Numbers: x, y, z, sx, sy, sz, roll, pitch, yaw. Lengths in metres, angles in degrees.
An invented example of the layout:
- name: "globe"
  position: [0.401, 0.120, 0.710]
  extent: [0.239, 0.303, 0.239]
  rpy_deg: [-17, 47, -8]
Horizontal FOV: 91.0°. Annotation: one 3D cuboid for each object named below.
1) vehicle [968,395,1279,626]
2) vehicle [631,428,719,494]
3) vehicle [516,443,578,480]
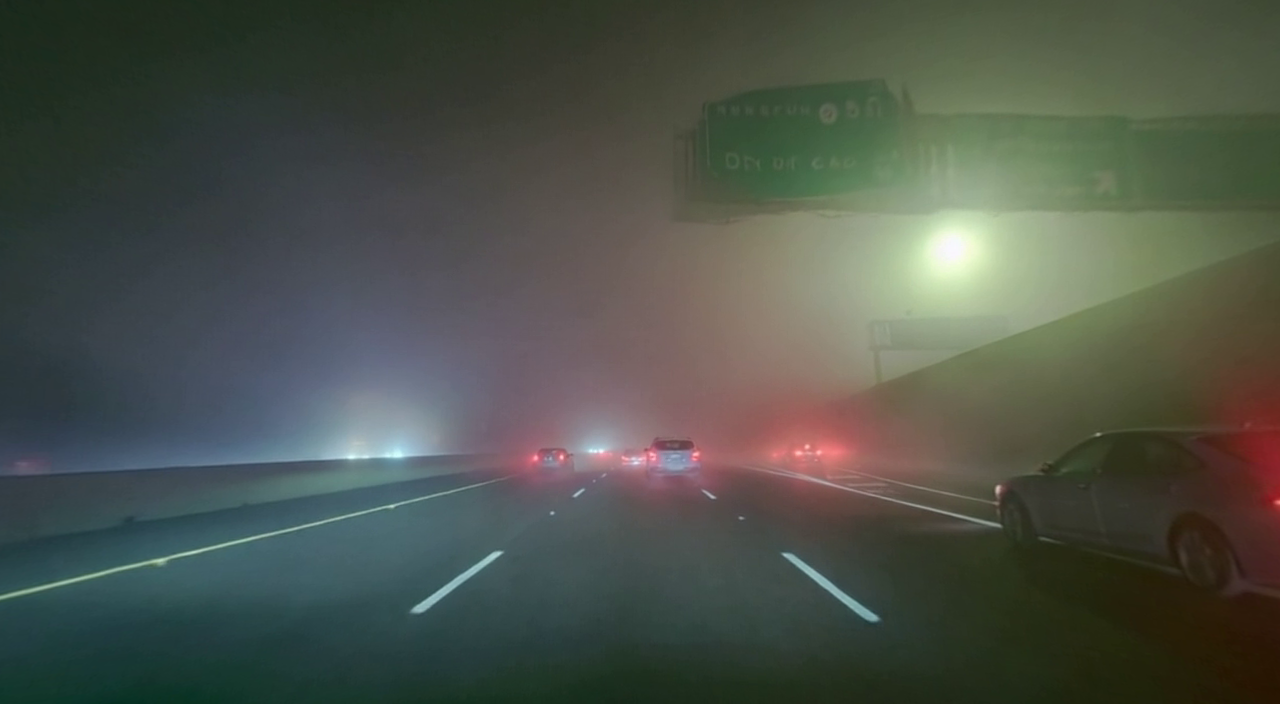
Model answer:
- name: "vehicle"
  position: [5.639, 1.445, 6.504]
  extent: [2.055, 1.656, 4.370]
  rpy_deg: [0, -9, -1]
- name: "vehicle"
  position: [0.903, 3.223, 18.881]
  extent: [2.202, 1.748, 4.158]
  rpy_deg: [1, -9, -3]
- name: "vehicle"
  position: [-4.013, 4.802, 27.889]
  extent: [2.031, 1.491, 4.145]
  rpy_deg: [0, -9, 1]
